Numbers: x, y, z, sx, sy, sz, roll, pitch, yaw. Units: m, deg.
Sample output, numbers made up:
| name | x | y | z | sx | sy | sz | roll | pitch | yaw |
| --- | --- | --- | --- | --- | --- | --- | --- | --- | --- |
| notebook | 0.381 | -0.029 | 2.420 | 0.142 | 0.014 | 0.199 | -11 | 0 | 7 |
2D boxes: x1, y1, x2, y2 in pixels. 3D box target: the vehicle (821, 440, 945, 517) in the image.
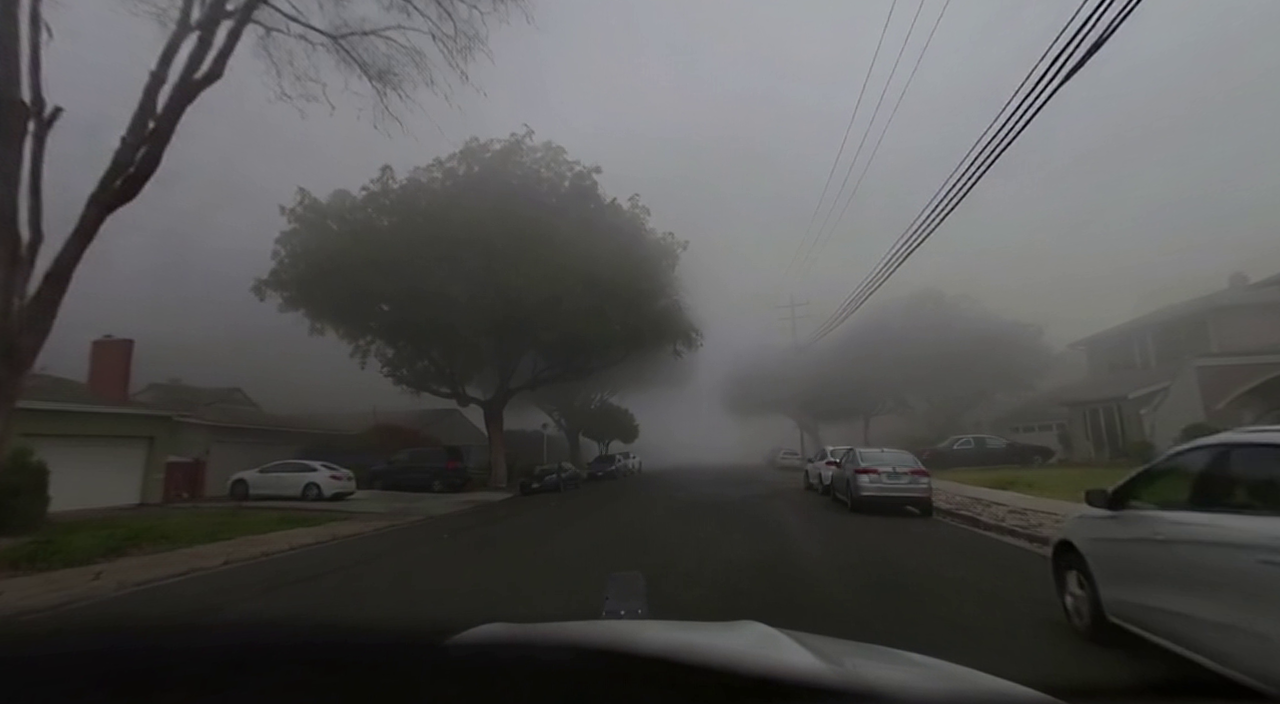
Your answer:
| name | x | y | z | sx | sy | sz | roll | pitch | yaw |
| --- | --- | --- | --- | --- | --- | --- | --- | --- | --- |
| vehicle | 5.233 | 2.735 | 14.133 | 1.845 | 1.453 | 3.792 | -2 | -9 | 10 |

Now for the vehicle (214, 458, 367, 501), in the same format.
| name | x | y | z | sx | sy | sz | roll | pitch | yaw |
| --- | --- | --- | --- | --- | --- | --- | --- | --- | --- |
| vehicle | -12.340 | 4.505 | 22.460 | 4.481 | 1.420 | 1.712 | -1 | -9 | 6 |

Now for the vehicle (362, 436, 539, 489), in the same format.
| name | x | y | z | sx | sy | sz | roll | pitch | yaw |
| --- | --- | --- | --- | --- | --- | --- | --- | --- | --- |
| vehicle | -7.661 | 4.496 | 25.908 | 6.488 | 2.009 | 2.354 | -2 | -9 | 9 |

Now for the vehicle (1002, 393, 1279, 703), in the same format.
| name | x | y | z | sx | sy | sz | roll | pitch | yaw |
| --- | --- | --- | --- | --- | --- | --- | --- | --- | --- |
| vehicle | 3.623 | 1.094 | 3.360 | 1.908 | 1.572 | 3.105 | -2 | -9 | 10 |

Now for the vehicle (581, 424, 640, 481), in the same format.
| name | x | y | z | sx | sy | sz | roll | pitch | yaw |
| --- | --- | --- | --- | --- | --- | --- | --- | --- | --- |
| vehicle | -1.541 | 5.638 | 35.655 | 2.199 | 2.902 | 5.848 | -2 | -9 | 9 |

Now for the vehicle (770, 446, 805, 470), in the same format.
| name | x | y | z | sx | sy | sz | roll | pitch | yaw |
| --- | --- | --- | --- | --- | --- | --- | --- | --- | --- |
| vehicle | 9.472 | 6.810 | 40.740 | 1.743 | 1.440 | 3.732 | -1 | -9 | 7 |
